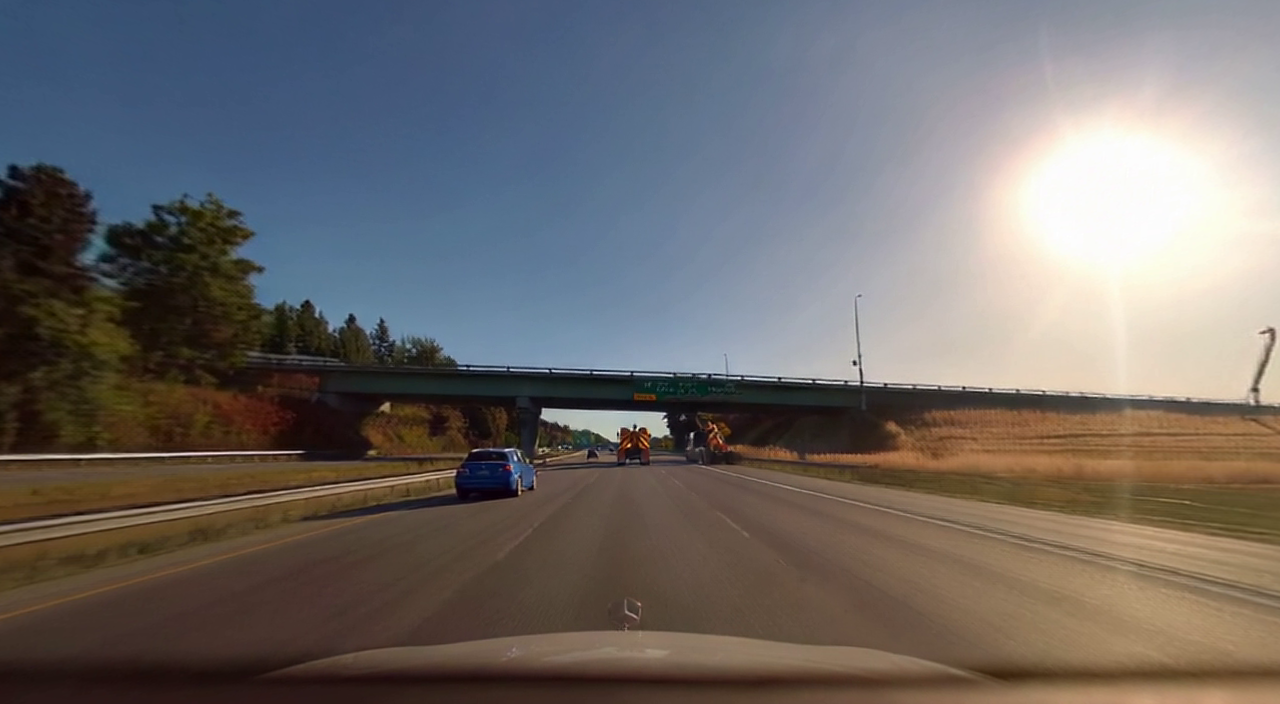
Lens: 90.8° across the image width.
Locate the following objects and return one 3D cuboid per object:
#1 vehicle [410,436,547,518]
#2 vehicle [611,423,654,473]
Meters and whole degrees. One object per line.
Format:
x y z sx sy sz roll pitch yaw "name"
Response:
-3.594 2.862 14.955 2.088 1.643 4.215 0 -9 0 "vehicle"
-0.505 6.432 42.439 2.672 3.056 6.900 0 -9 -1 "vehicle"
